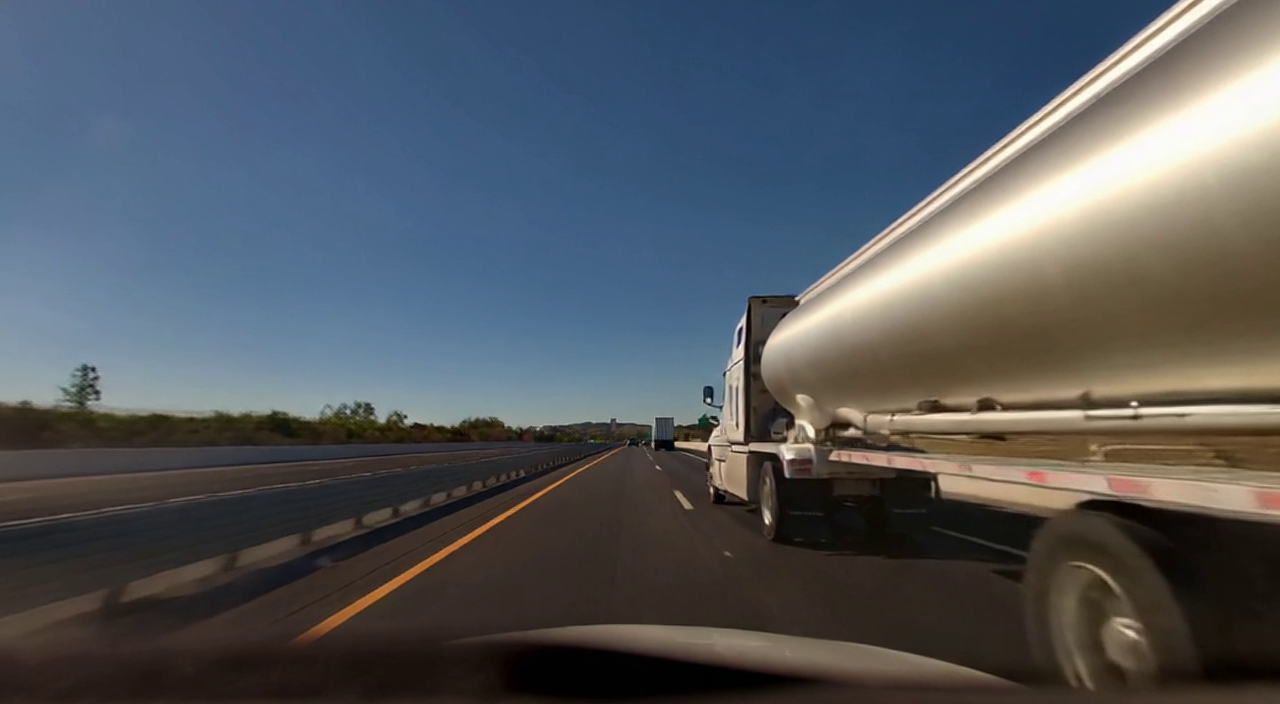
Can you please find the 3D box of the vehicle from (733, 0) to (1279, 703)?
[{"bbox_3d":[3.096,0.073,4.475,2.946,3.745,11.516,0,-8,-1],"label":"vehicle"}]
